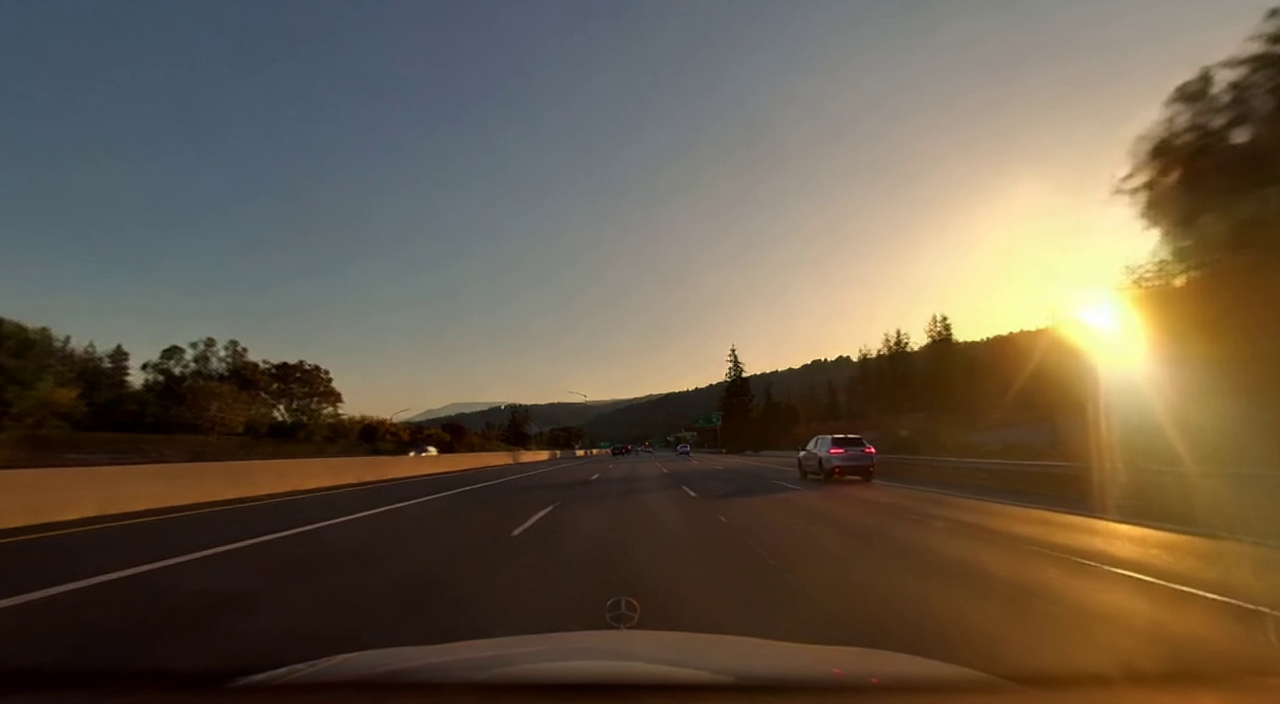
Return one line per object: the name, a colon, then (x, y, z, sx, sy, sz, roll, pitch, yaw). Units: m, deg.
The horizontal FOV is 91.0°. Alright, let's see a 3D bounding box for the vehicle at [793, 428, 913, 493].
vehicle: (6.397, 3.332, 19.614, 2.096, 1.767, 4.601, 0, -9, 0)
